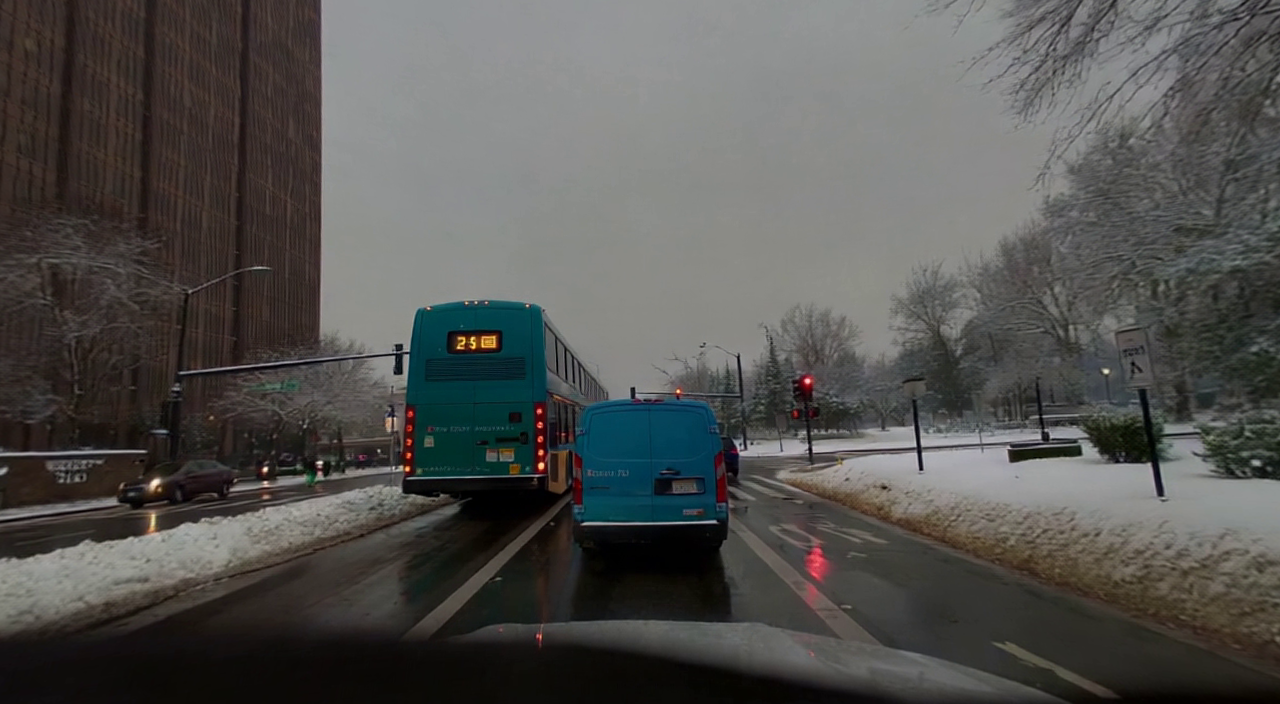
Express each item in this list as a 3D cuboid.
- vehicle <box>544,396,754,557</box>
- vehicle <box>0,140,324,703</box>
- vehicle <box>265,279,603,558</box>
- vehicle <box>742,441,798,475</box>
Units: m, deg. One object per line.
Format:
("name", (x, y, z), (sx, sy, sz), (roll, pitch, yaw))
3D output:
("vehicle", (0.130, 1.815, 9.767), (2.500, 1.912, 4.270), (0, -9, 1))
("vehicle", (-2.758, 0.329, 0.217), (2.329, 2.089, 5.659), (0, -9, 0))
("vehicle", (-2.907, 1.798, 14.586), (3.042, 3.445, 13.615), (0, -9, 1))
("vehicle", (6.197, 5.088, 30.448), (1.919, 1.529, 4.059), (0, -9, 1))
